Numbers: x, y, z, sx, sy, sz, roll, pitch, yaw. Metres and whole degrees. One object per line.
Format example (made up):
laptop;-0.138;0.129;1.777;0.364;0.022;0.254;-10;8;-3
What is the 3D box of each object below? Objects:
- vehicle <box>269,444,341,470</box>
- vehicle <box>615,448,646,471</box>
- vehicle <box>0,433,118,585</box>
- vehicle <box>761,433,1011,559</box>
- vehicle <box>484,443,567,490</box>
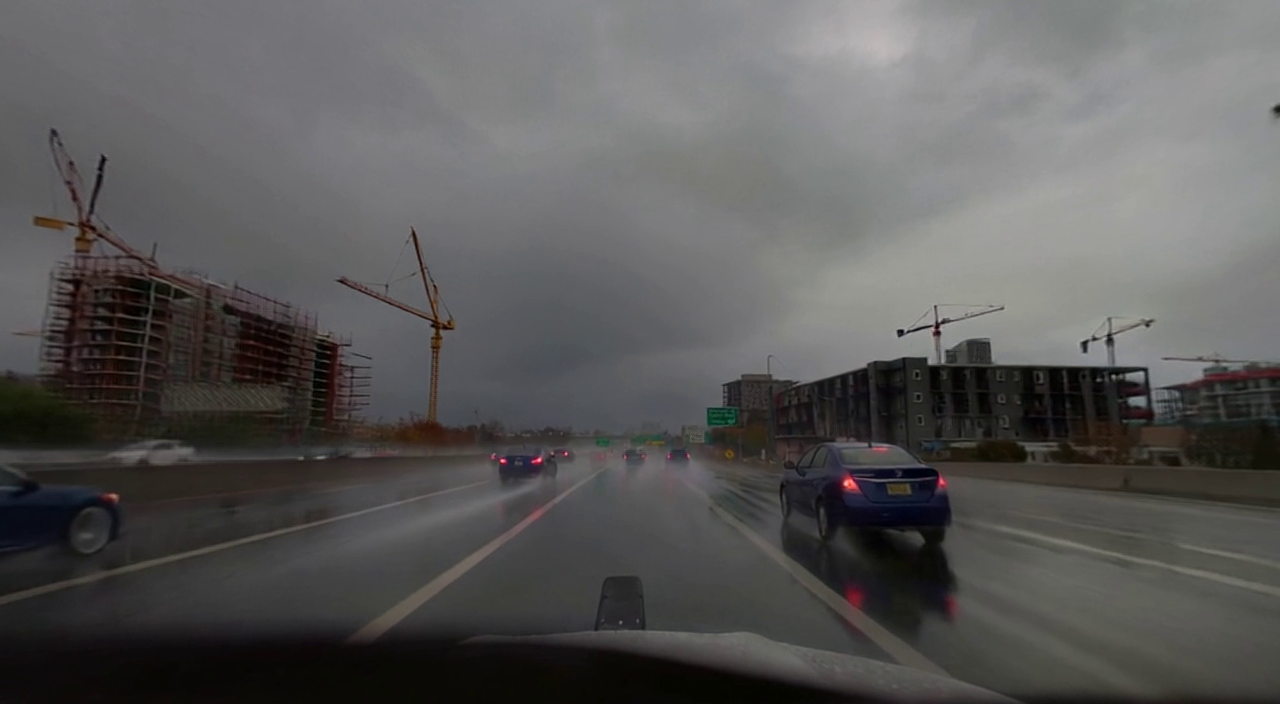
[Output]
vehicle;-20.396;6.403;38.708;1.848;1.498;4.626;0;-8;0
vehicle;-0.624;7.364;43.383;2.019;1.472;3.971;0;-8;-1
vehicle;-7.497;1.493;5.706;1.951;1.528;4.209;0;-8;0
vehicle;3.376;2.053;9.835;1.995;1.486;4.463;0;-8;-1
vehicle;-4.023;4.087;23.018;2.136;1.512;4.488;0;-8;1
